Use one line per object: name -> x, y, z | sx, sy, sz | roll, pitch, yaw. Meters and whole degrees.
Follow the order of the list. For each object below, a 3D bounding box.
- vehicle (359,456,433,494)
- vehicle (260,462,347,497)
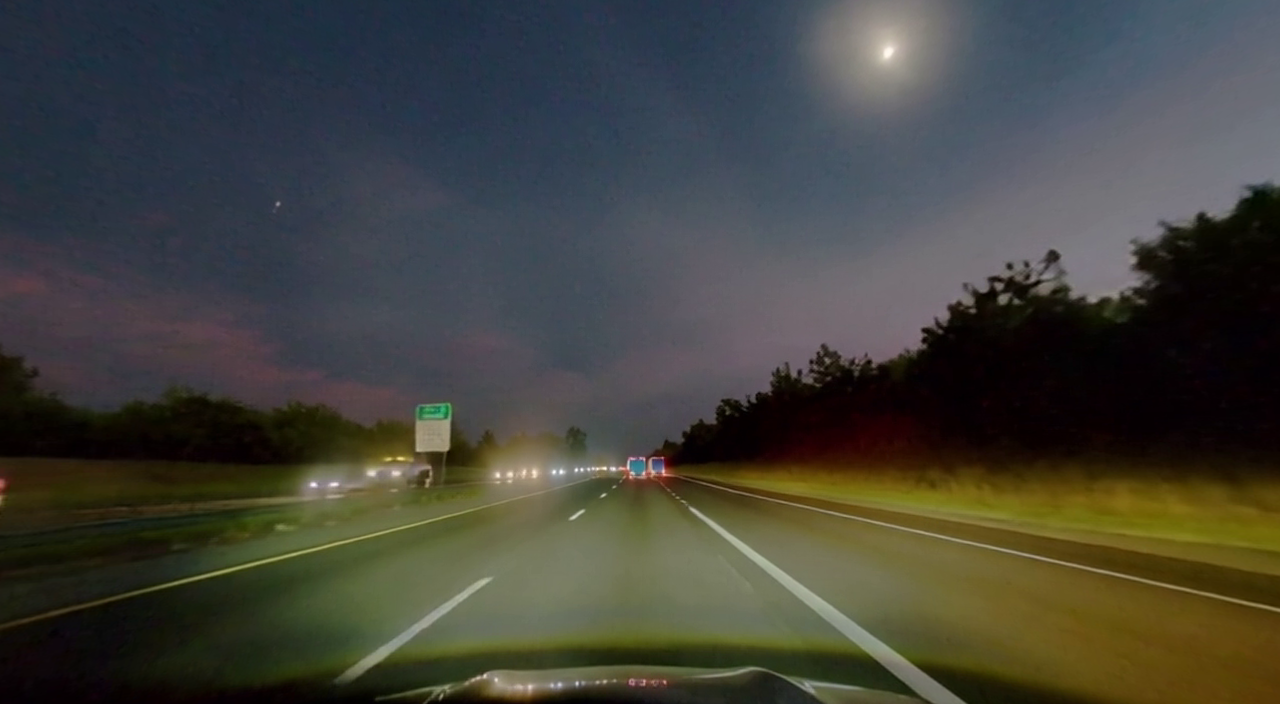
vehicle -> -13.319, 6.771, 34.815 | 2.203, 1.927, 4.857 | 1, -11, -1
vehicle -> -17.241, 6.557, 32.561 | 2.006, 1.607, 4.436 | 1, -11, 0
